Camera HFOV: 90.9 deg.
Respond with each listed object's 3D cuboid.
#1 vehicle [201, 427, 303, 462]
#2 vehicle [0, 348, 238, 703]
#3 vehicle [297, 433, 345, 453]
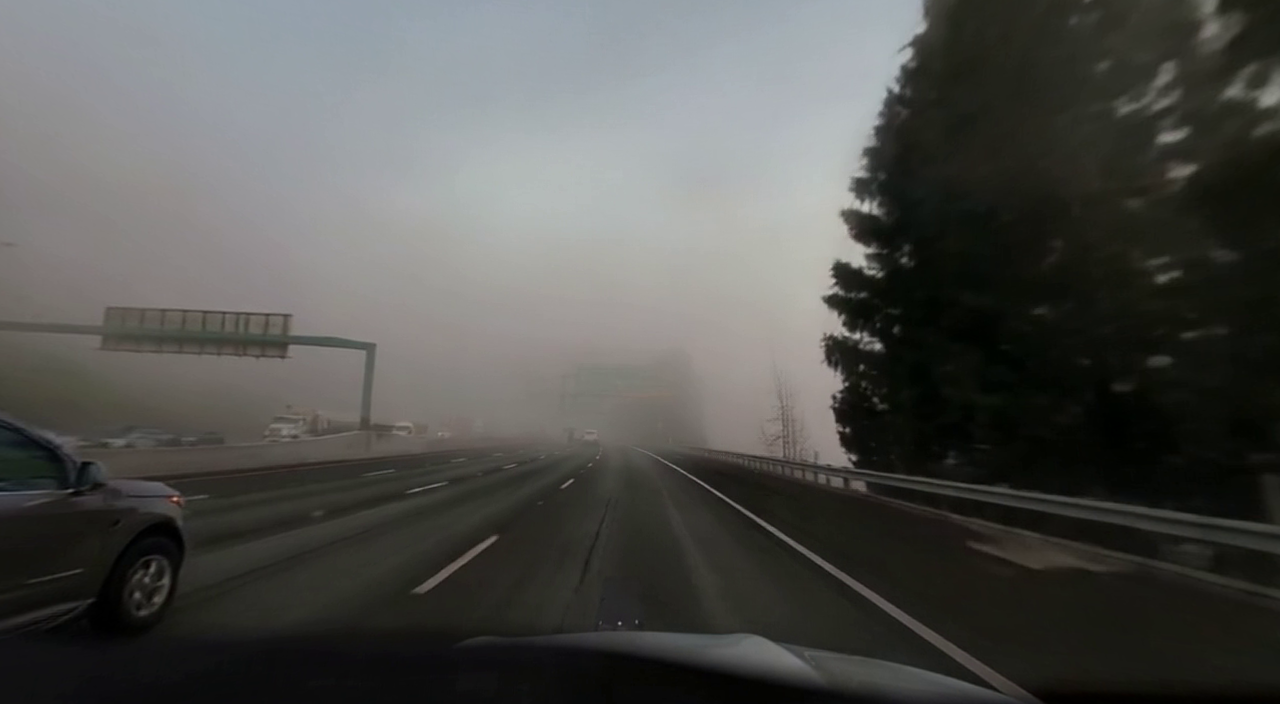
[{"bbox_3d":[-18.001,4.301,29.525,1.960,1.504,4.473,0,-8,-1],"label":"vehicle"},{"bbox_3d":[-3.917,0.727,2.199,2.187,1.639,4.318,0,-8,-1],"label":"vehicle"},{"bbox_3d":[-22.697,6.477,44.984,1.743,1.400,3.431,0,-8,-2],"label":"vehicle"}]
